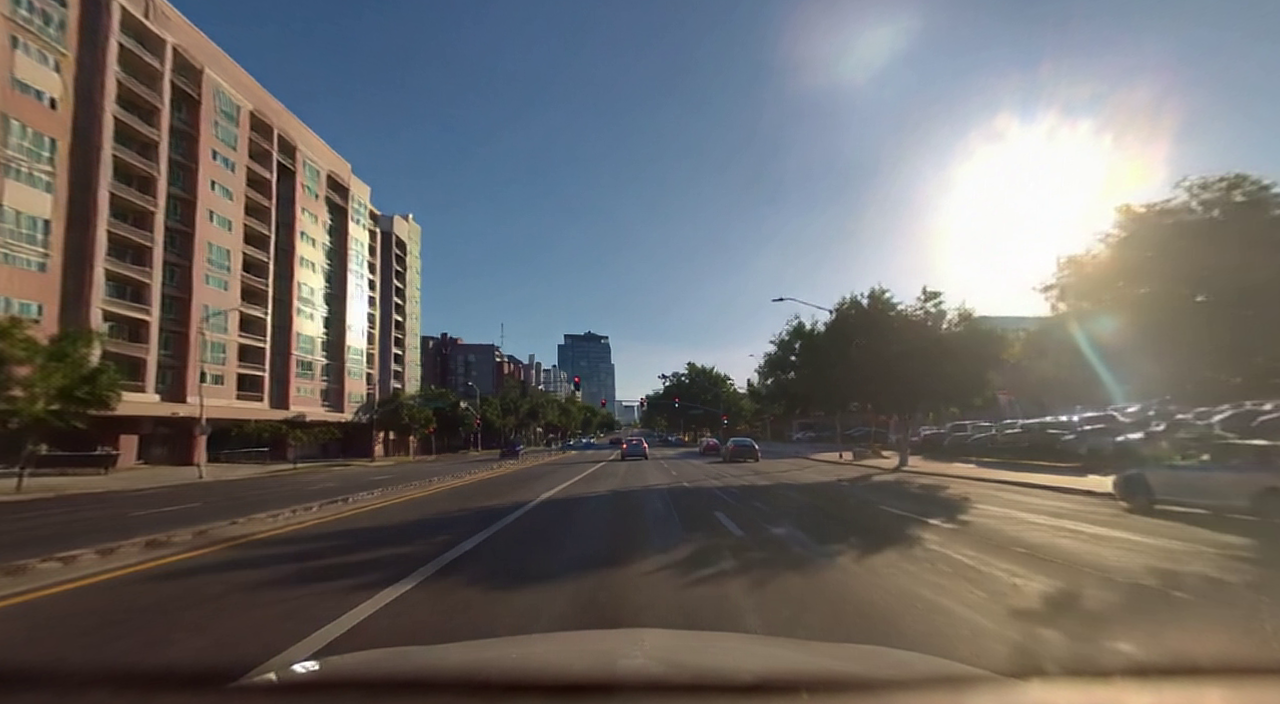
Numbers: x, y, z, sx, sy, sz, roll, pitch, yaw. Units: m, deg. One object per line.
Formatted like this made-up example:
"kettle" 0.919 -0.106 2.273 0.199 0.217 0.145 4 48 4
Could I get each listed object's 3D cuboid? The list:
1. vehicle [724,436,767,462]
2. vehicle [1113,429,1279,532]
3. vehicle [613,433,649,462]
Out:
"vehicle" 6.278 5.828 37.981 1.768 1.417 4.213 0 -9 -2
"vehicle" 10.348 2.045 10.307 1.948 1.489 4.276 0 -9 0
"vehicle" -0.504 5.589 36.949 2.032 1.593 3.896 0 -9 0
